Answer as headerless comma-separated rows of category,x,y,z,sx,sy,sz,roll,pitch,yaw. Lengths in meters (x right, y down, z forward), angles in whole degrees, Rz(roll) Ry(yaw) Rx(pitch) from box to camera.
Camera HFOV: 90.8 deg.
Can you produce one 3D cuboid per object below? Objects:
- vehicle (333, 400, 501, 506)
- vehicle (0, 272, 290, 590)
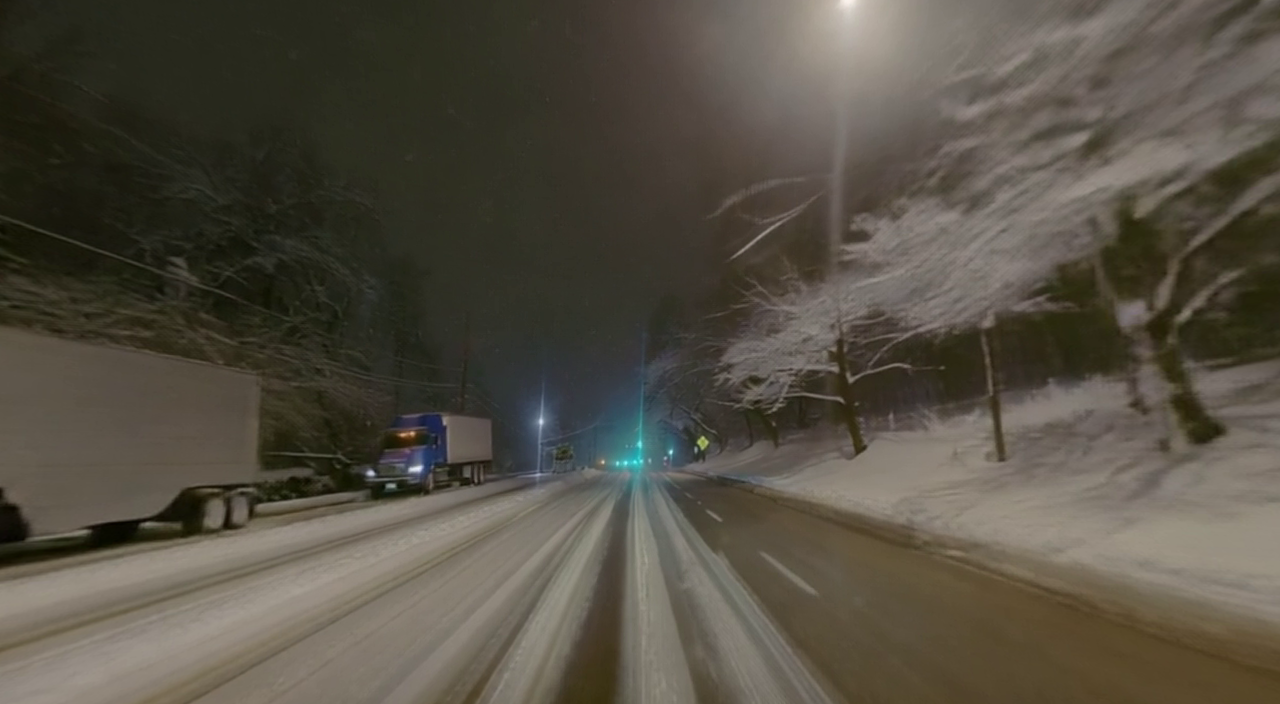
vehicle,-8.257,3.838,25.383,2.905,3.359,10.168,0,-7,1
vehicle,-8.214,0.923,7.316,2.788,3.365,9.652,0,-8,0
